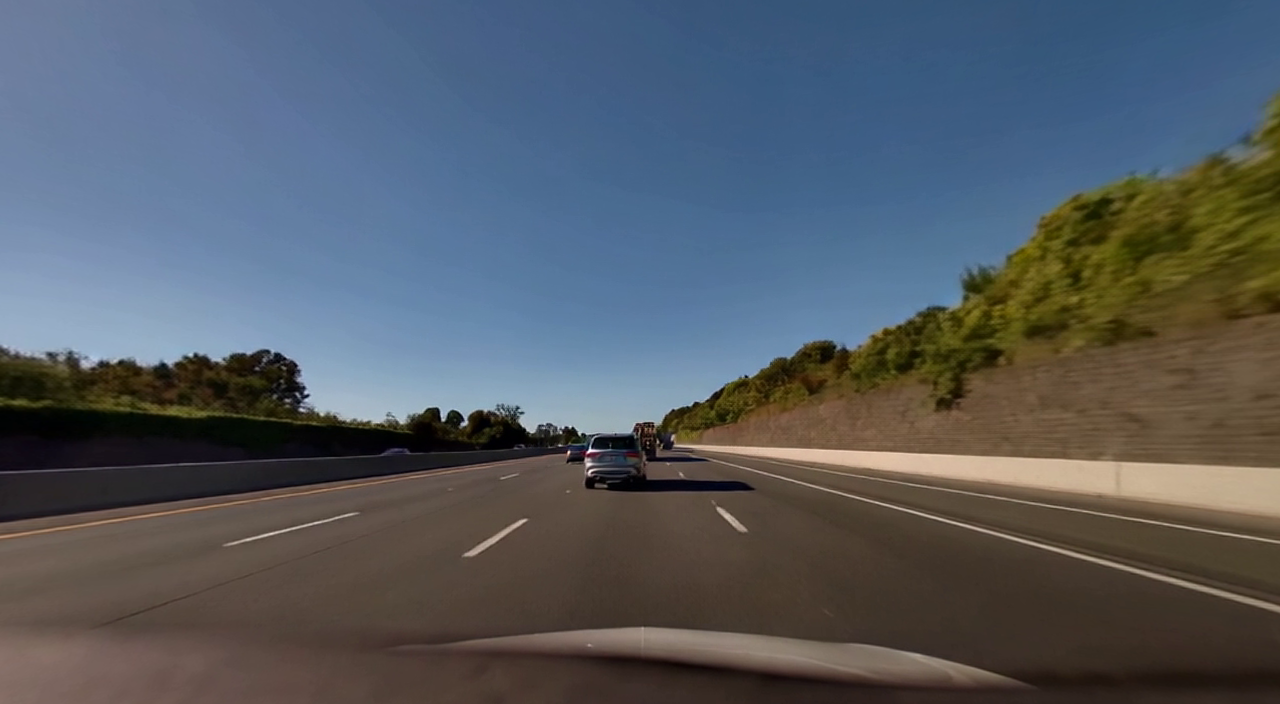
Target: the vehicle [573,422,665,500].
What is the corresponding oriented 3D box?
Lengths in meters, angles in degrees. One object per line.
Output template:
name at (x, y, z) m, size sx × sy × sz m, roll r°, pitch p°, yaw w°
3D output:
vehicle at (-0.448, 2.845, 16.794) m, size 2.114 × 1.787 × 4.365 m, roll 0°, pitch -8°, yaw 1°
